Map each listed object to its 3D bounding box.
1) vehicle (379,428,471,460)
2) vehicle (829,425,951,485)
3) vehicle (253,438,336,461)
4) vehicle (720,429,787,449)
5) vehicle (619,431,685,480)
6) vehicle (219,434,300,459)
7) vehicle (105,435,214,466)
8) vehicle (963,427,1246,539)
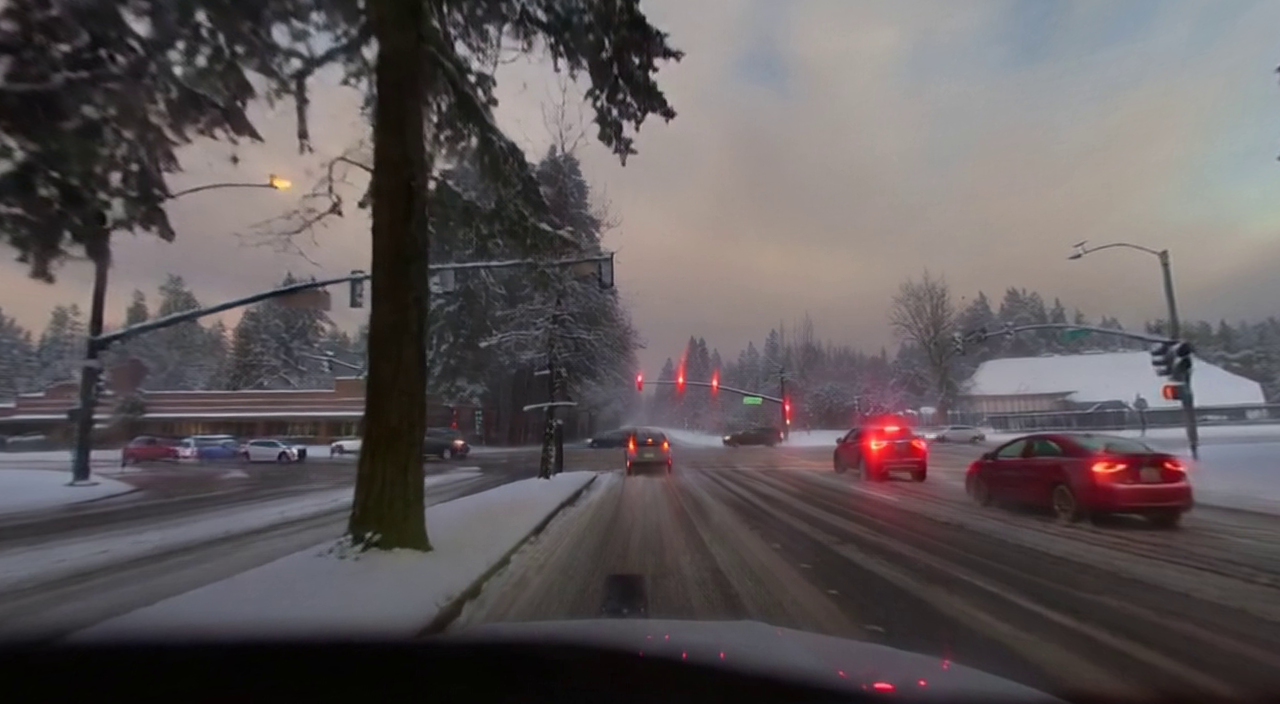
[{"bbox_3d":[-12.784,5.530,37.738,4.786,1.803,1.967,-1,-8,2],"label":"vehicle"},{"bbox_3d":[7.381,3.086,19.163,1.901,1.577,4.348,0,-8,0],"label":"vehicle"},{"bbox_3d":[-22.623,6.387,41.407,4.399,1.445,1.769,-1,-8,1],"label":"vehicle"},{"bbox_3d":[8.857,6.812,49.575,4.944,1.488,1.807,-1,-8,1],"label":"vehicle"},{"bbox_3d":[0.337,3.481,21.517,2.041,1.485,3.813,0,-8,-1],"label":"vehicle"},{"bbox_3d":[-26.996,6.731,44.851,4.450,1.684,1.894,-1,-9,-3],"label":"vehicle"},{"bbox_3d":[-28.852,5.910,37.961,4.921,1.757,2.036,-1,-8,1],"label":"vehicle"},{"bbox_3d":[7.184,2.023,10.358,1.726,1.467,3.793,0,-8,0],"label":"vehicle"}]
